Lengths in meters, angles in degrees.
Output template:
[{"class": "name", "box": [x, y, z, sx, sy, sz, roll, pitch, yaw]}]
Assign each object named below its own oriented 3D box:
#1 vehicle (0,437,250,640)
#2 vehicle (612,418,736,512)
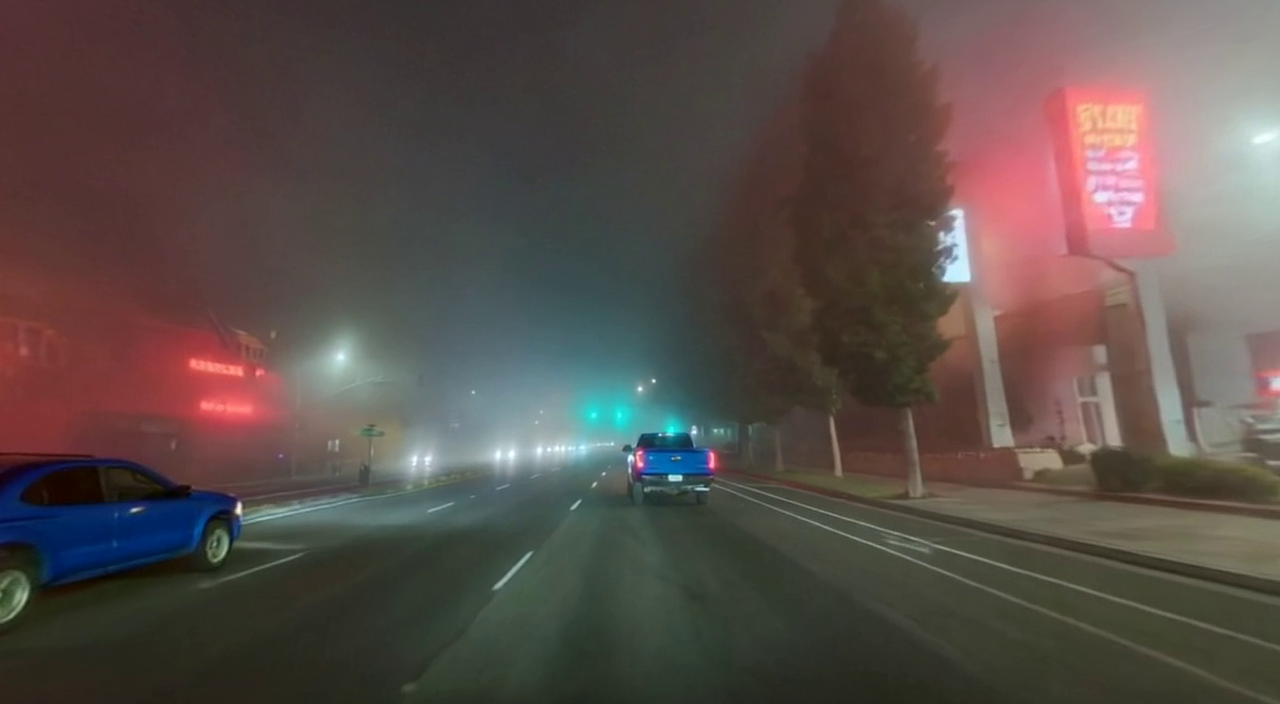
[{"class": "vehicle", "box": [-5.473, 1.407, 5.035, 1.888, 1.424, 4.553, 0, -8, -1]}, {"class": "vehicle", "box": [0.589, 2.788, 16.125, 2.590, 1.932, 5.776, 0, -8, -2]}]
